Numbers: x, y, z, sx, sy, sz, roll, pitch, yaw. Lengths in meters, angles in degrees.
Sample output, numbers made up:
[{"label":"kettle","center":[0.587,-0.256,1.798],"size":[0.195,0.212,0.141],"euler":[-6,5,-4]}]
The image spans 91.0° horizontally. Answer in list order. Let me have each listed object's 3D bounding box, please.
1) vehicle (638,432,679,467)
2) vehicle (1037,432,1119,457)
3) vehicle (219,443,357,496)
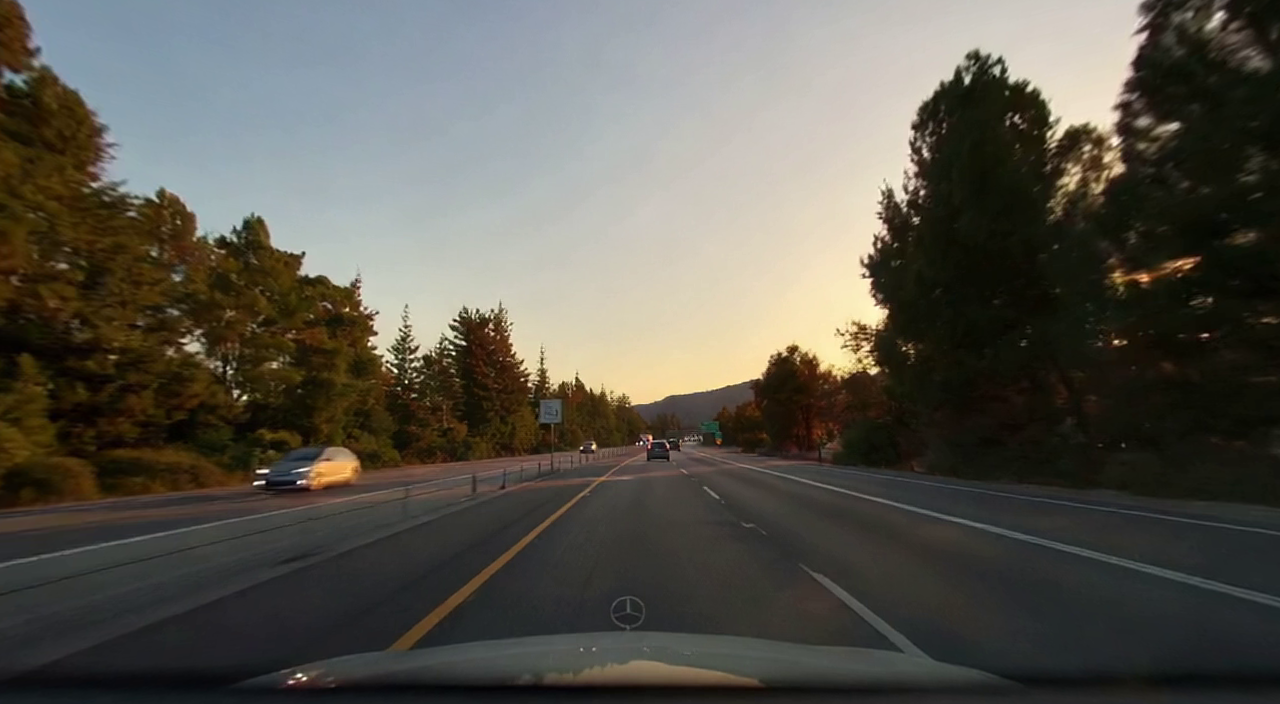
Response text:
[{"label":"vehicle","center":[1.134,5.903,38.204],"size":[2.301,1.944,4.554],"euler":[0,-8,2]},{"label":"vehicle","center":[25.871,5.494,37.243],"size":[3.489,1.399,1.702],"euler":[-2,-8,14]},{"label":"vehicle","center":[-11.373,3.783,20.772],"size":[1.866,1.511,4.599],"euler":[0,-8,1]}]
